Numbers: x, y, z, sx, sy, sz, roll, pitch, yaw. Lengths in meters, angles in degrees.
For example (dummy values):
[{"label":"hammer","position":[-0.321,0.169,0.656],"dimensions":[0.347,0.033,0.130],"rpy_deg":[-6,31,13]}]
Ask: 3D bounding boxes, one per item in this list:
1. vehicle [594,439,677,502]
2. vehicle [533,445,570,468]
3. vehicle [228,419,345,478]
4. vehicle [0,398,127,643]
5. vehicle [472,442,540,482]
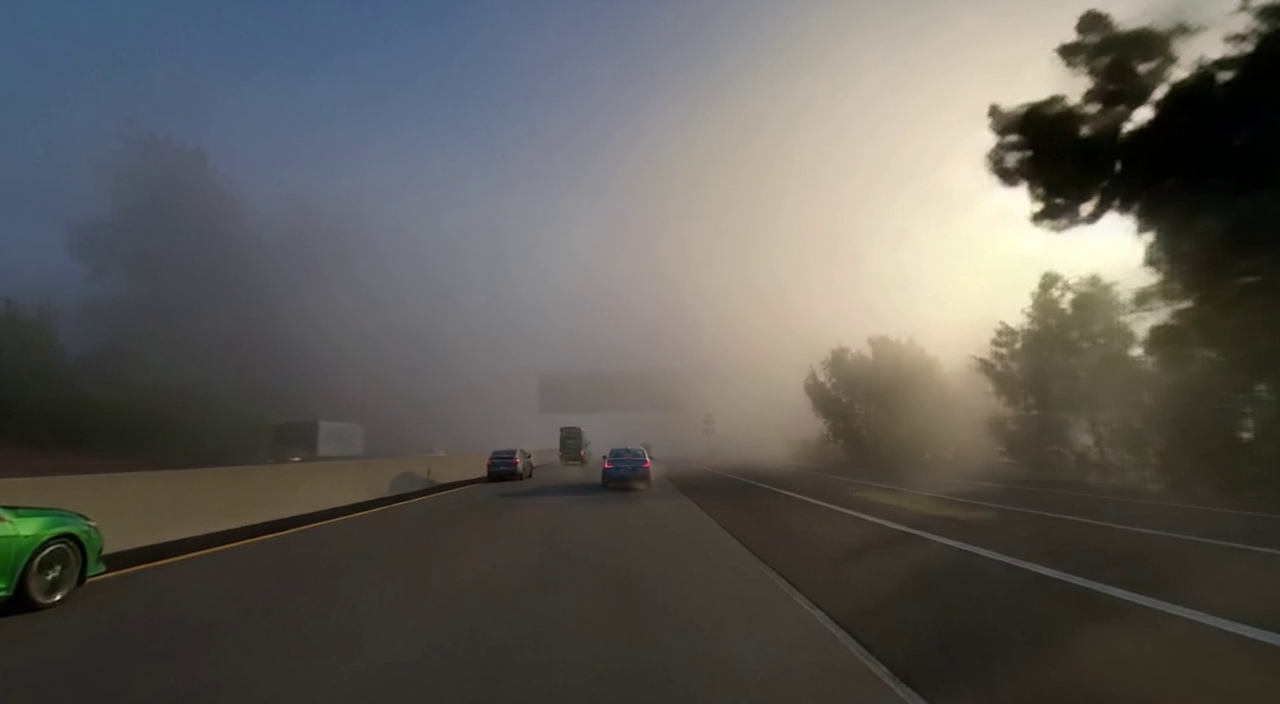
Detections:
[{"label":"vehicle","position":[-0.143,3.066,16.568],"dimensions":[1.940,1.451,3.512],"rpy_deg":[0,-9,-1]},{"label":"vehicle","position":[-5.735,6.831,41.116],"dimensions":[1.814,1.417,3.860],"rpy_deg":[0,-9,0]},{"label":"vehicle","position":[-17.515,4.840,31.643],"dimensions":[2.546,2.647,5.845],"rpy_deg":[0,-9,-1]},{"label":"vehicle","position":[-5.284,0.960,3.106],"dimensions":[2.058,1.626,4.118],"rpy_deg":[0,-9,-2]},{"label":"vehicle","position":[-5.415,4.485,25.908],"dimensions":[1.892,1.481,4.180],"rpy_deg":[0,-9,0]}]
